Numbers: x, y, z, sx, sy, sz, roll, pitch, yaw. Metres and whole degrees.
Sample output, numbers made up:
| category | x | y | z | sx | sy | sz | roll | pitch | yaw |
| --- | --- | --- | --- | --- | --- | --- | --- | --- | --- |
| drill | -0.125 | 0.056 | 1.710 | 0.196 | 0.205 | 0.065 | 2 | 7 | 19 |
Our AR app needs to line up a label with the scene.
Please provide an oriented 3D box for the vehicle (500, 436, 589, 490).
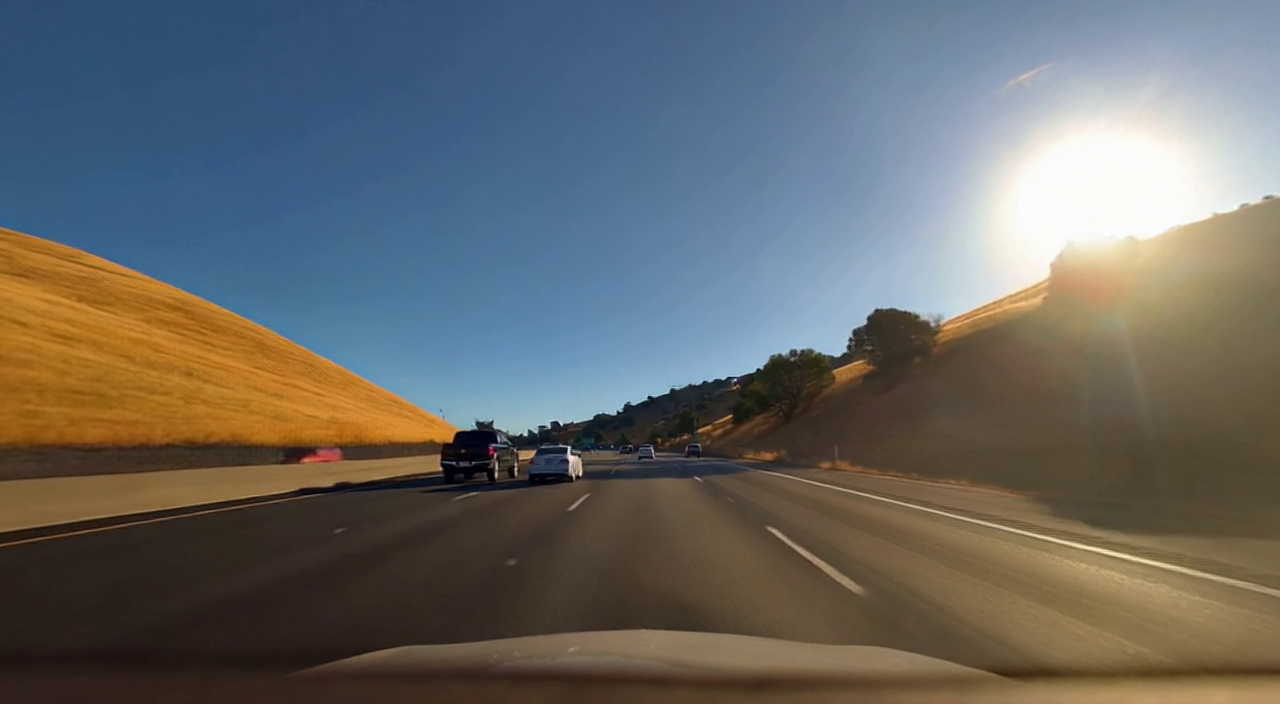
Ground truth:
| category | x | y | z | sx | sy | sz | roll | pitch | yaw |
| --- | --- | --- | --- | --- | --- | --- | --- | --- | --- |
| vehicle | -2.978 | 3.589 | 20.756 | 2.091 | 1.552 | 4.516 | 0 | -8 | 2 |

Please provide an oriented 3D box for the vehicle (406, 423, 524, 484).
| category | x | y | z | sx | sy | sz | roll | pitch | yaw |
| --- | --- | --- | --- | --- | --- | --- | --- | --- | --- |
| vehicle | -6.583 | 3.938 | 24.768 | 2.589 | 2.063 | 6.206 | 0 | -8 | 2 |

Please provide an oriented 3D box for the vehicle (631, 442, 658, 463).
| category | x | y | z | sx | sy | sz | roll | pitch | yaw |
| --- | --- | --- | --- | --- | --- | --- | --- | --- | --- |
| vehicle | 0.371 | 7.790 | 49.176 | 2.031 | 1.566 | 3.904 | 0 | -8 | 0 |
